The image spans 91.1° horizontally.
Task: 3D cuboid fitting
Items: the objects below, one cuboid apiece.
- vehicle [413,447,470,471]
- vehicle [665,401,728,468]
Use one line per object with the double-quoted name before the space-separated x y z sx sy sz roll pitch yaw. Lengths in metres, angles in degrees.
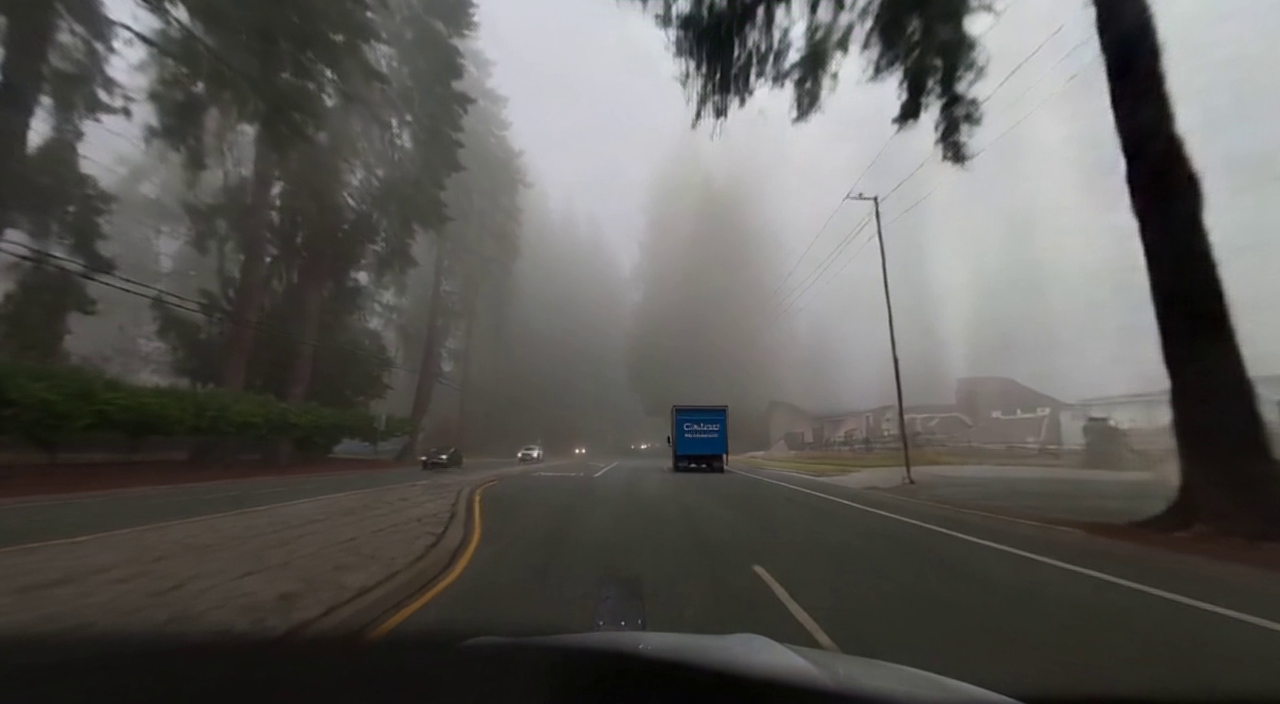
"vehicle" -11.945 6.438 38.014 1.973 1.368 4.253 0 -8 1
"vehicle" 3.472 5.474 41.084 2.973 3.848 9.336 0 -8 -2
